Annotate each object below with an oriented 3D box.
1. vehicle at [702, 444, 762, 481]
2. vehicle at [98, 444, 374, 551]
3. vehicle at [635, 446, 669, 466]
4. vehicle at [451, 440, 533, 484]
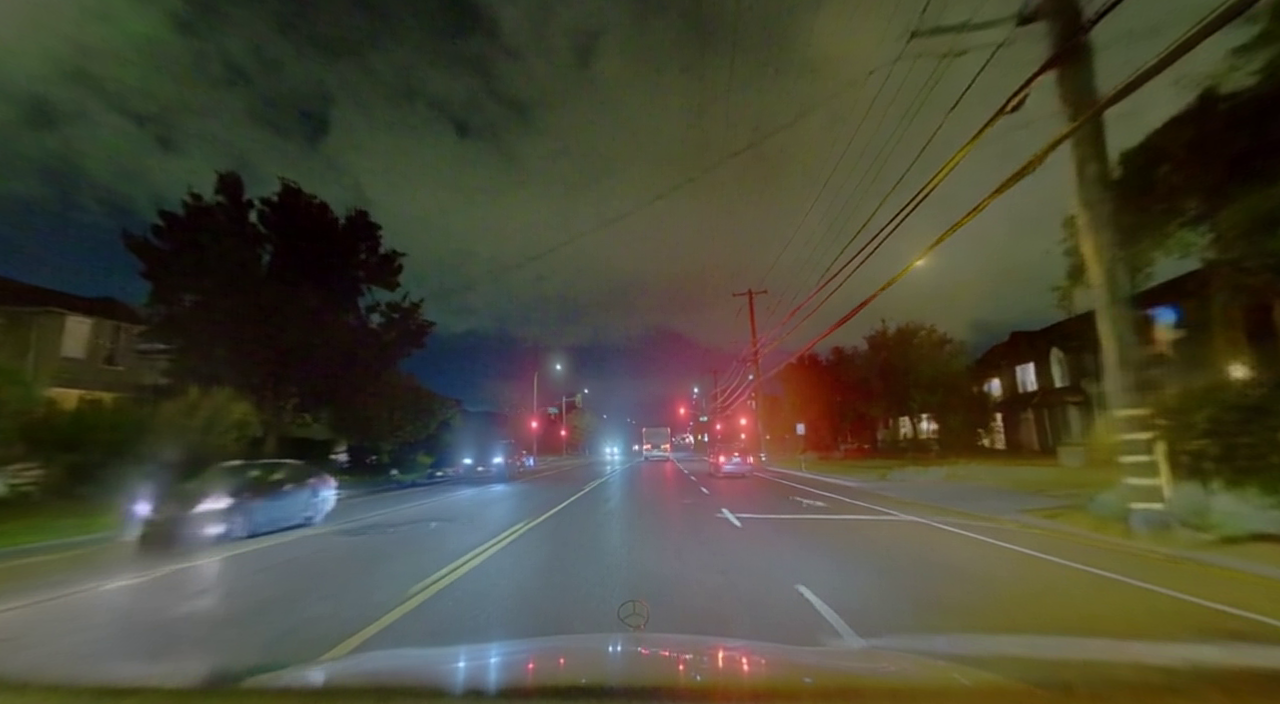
[{"bbox_3d":[3.914,4.755,27.519,1.951,1.479,4.487,0,-8,0],"label":"vehicle"},{"bbox_3d":[-7.042,2.522,11.786,1.997,1.566,4.637,0,-8,1],"label":"vehicle"},{"bbox_3d":[0.852,7.379,44.875,2.298,1.359,4.081,0,-8,1],"label":"vehicle"},{"bbox_3d":[-6.636,4.993,28.982,2.303,1.789,5.423,-1,-8,2],"label":"vehicle"}]
